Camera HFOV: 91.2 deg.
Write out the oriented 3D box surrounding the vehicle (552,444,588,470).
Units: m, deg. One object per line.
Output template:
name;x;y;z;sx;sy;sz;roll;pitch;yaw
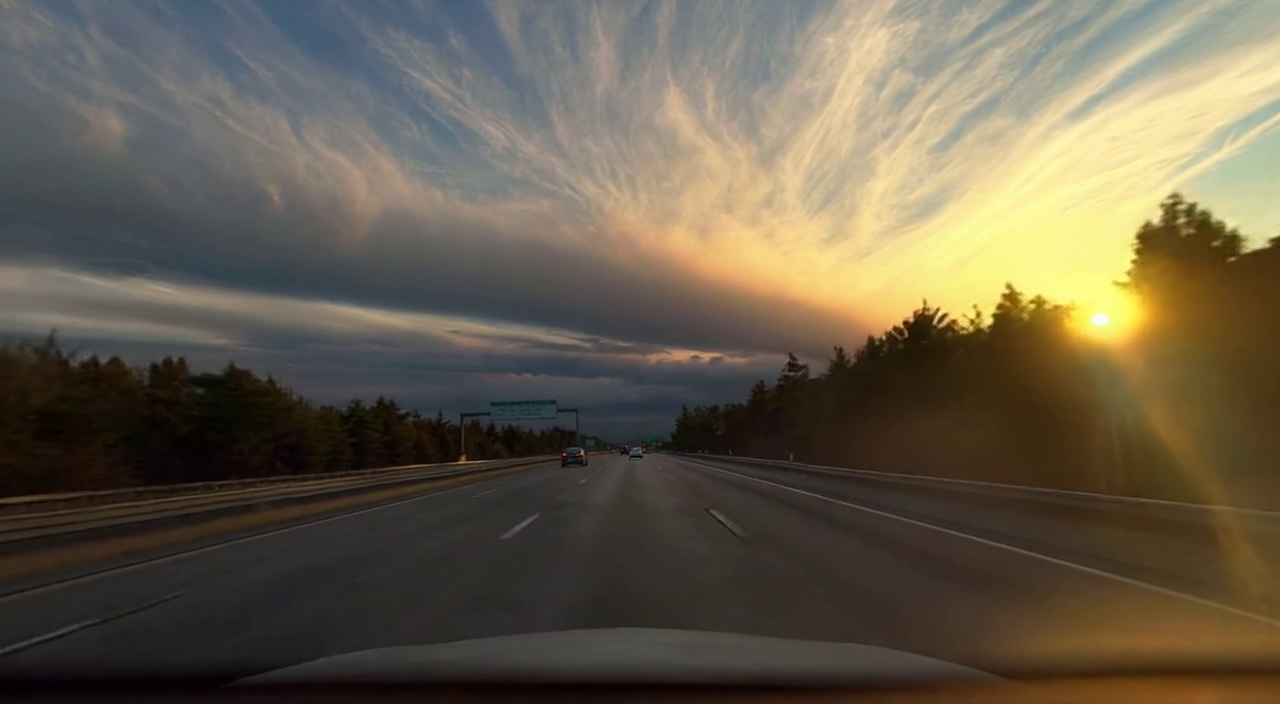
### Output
vehicle;-4.556;6.938;41.532;1.958;1.587;4.801;0;-9;-2
